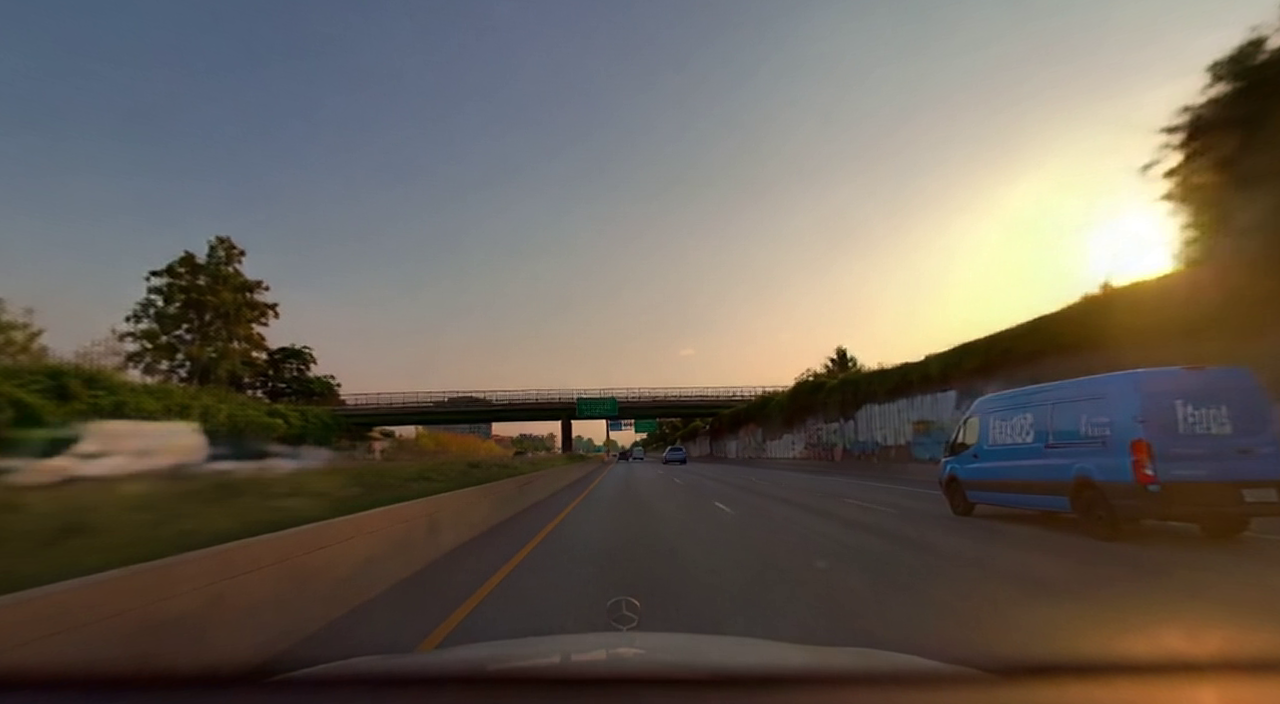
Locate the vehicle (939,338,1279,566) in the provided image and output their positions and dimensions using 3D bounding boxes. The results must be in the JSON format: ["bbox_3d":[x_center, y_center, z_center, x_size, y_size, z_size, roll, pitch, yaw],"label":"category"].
[{"bbox_3d":[7.481,1.570,10.194,2.283,2.631,5.719,0,-9,-1],"label":"vehicle"}]

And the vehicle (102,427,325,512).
[{"bbox_3d":[-9.900,2.764,15.223,2.064,1.700,4.696,0,-9,0],"label":"vehicle"}]

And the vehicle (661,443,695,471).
[{"bbox_3d":[2.714,7.731,46.433,2.007,1.943,5.010,0,-9,-2],"label":"vehicle"}]

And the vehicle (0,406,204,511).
[{"bbox_3d":[-15.198,2.826,16.977,2.397,2.304,6.142,0,-9,0],"label":"vehicle"}]
